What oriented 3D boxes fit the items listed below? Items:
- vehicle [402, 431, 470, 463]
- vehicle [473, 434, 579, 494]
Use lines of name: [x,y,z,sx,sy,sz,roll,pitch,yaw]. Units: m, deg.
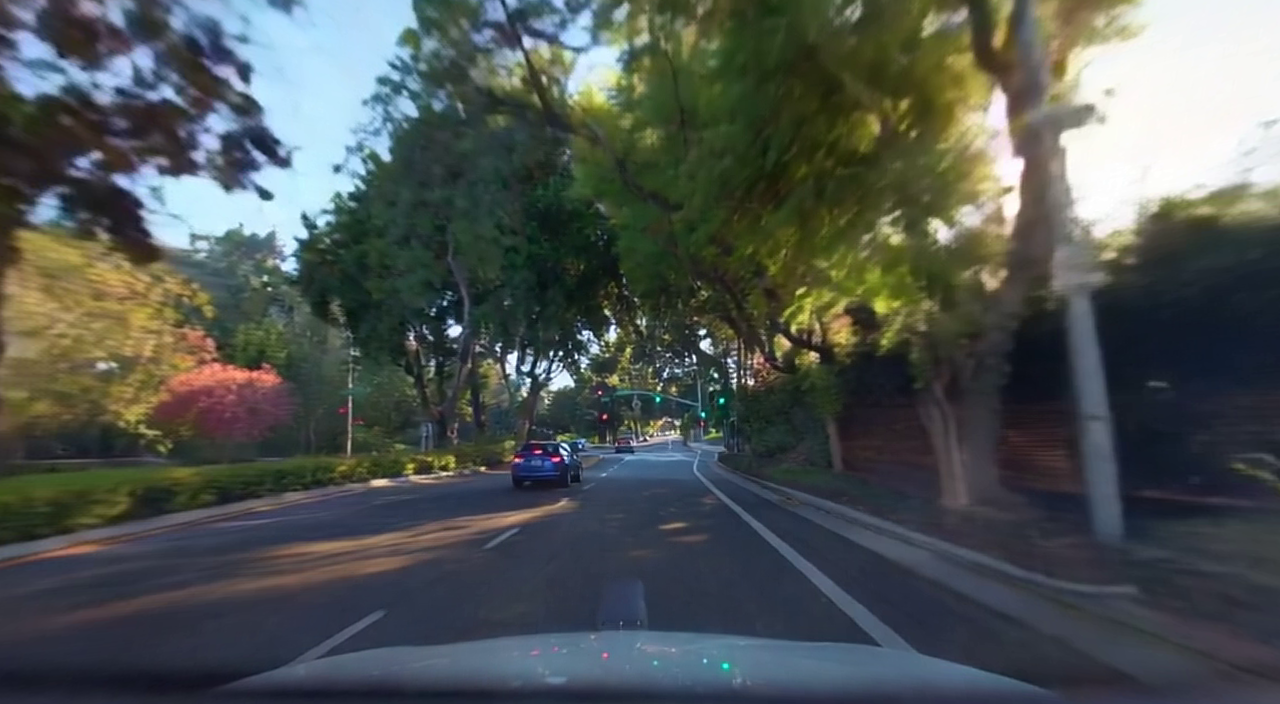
vehicle: [-15.362,7.230,48.127,2.734,2.261,6.993,0,-9,1]
vehicle: [-3.130,3.209,18.448,2.038,1.486,4.678,-1,-9,3]
